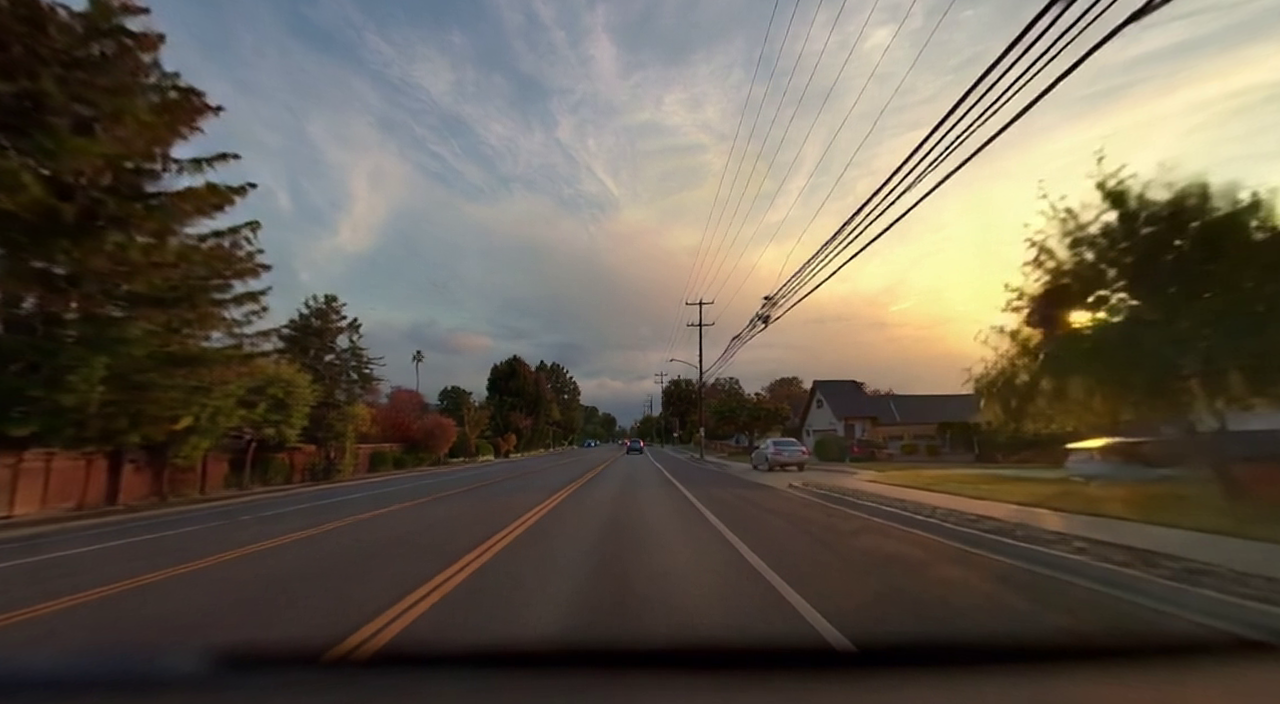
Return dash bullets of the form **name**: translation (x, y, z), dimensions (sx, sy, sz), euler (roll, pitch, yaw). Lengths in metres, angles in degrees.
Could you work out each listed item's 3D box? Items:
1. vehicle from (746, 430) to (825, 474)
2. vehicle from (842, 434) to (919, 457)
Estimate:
- **vehicle**: translation (5.944, 4.130, 26.372), dimensions (2.039, 1.637, 4.782), euler (0, -8, -1)
- **vehicle**: translation (15.007, 5.840, 39.443), dimensions (4.034, 1.403, 1.821), euler (0, -8, -2)
